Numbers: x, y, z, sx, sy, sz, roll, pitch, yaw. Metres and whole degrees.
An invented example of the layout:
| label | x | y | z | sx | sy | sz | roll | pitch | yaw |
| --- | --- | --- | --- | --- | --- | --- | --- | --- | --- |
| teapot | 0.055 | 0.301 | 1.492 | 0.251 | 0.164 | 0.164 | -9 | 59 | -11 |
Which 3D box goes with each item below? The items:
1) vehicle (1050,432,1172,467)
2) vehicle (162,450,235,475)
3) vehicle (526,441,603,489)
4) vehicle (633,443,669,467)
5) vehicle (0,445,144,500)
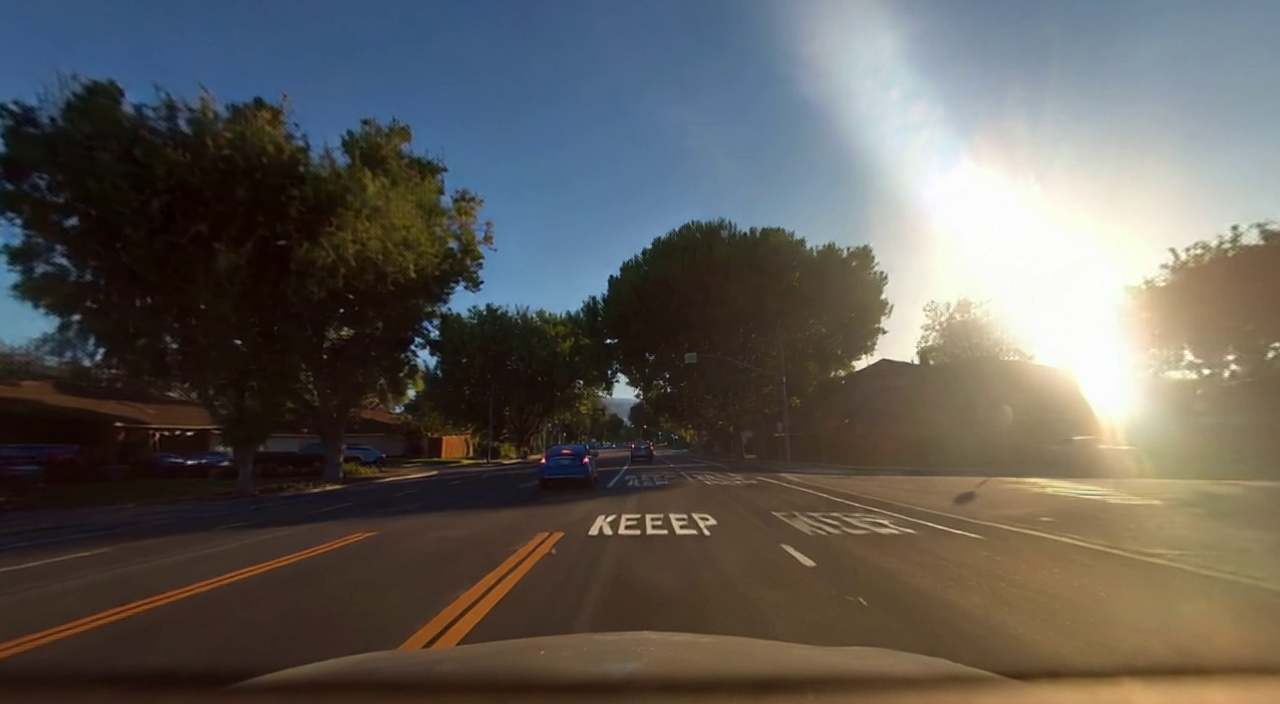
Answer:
| label | x | y | z | sx | sy | sz | roll | pitch | yaw |
| --- | --- | --- | --- | --- | --- | --- | --- | --- | --- |
| vehicle | 22.852 | 4.742 | 30.690 | 4.318 | 1.601 | 1.975 | 0 | -8 | -2 |
| vehicle | -28.598 | 7.126 | 40.960 | 1.961 | 1.470 | 3.811 | 0 | -8 | 0 |
| vehicle | -2.450 | 3.846 | 21.872 | 2.158 | 1.469 | 4.909 | 0 | -8 | -1 |
| vehicle | 0.663 | 6.711 | 41.260 | 2.226 | 1.505 | 4.128 | 0 | -8 | 0 |
| vehicle | -22.539 | 4.527 | 23.897 | 2.173 | 1.849 | 5.752 | -5 | -9 | 11 |
